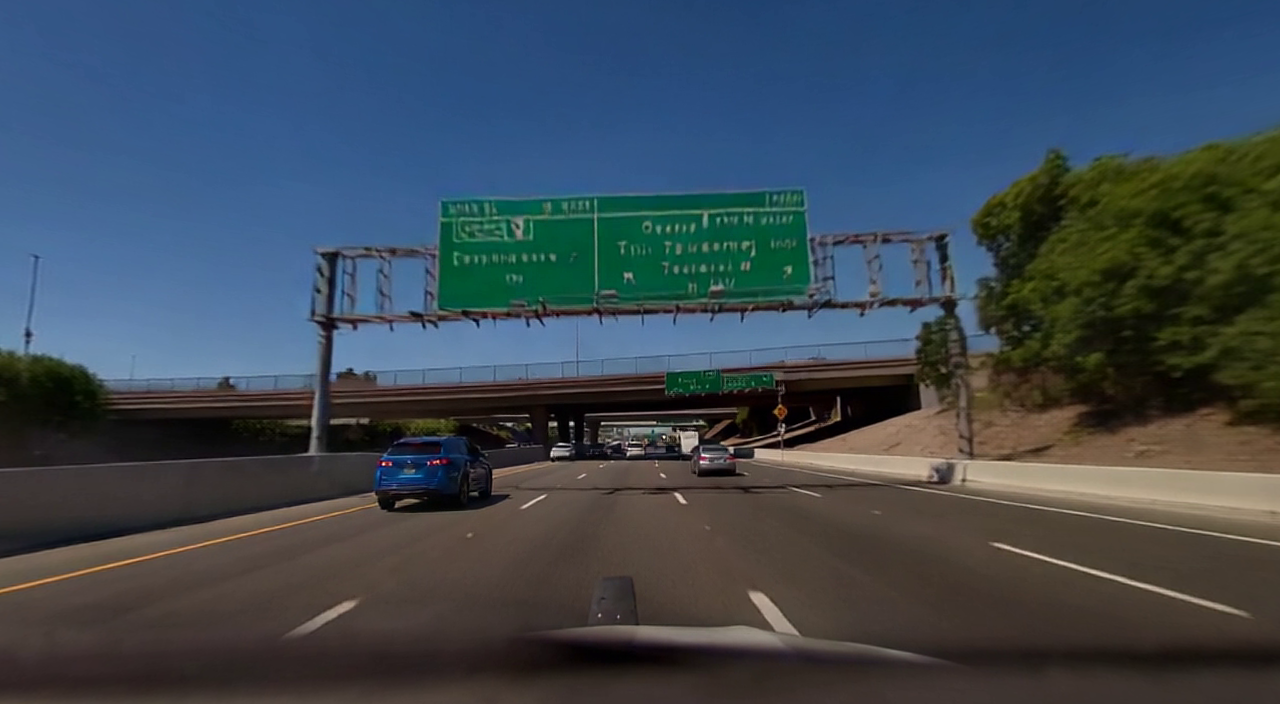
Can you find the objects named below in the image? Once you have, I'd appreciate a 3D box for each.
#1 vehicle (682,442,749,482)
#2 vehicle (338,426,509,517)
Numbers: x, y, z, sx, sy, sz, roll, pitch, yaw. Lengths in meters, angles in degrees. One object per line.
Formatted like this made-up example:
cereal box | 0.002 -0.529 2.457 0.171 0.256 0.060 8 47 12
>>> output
vehicle | 2.897 4.324 25.192 2.083 1.453 4.307 0 -8 -1
vehicle | -4.401 2.495 13.666 2.193 1.641 4.077 0 -8 0
